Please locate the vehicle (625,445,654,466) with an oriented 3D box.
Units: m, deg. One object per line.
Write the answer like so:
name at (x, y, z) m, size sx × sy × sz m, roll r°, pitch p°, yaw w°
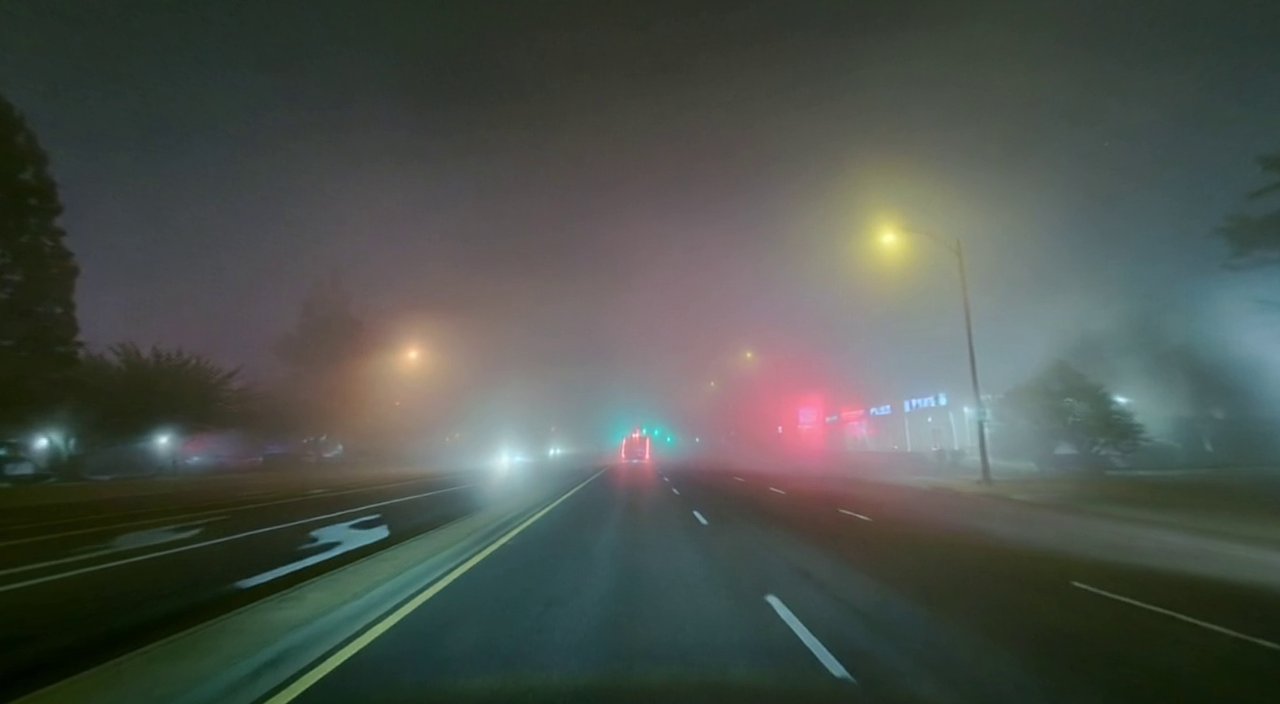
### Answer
vehicle at (-0.043, 7.552, 46.233) m, size 2.027 × 1.494 × 3.942 m, roll 0°, pitch -8°, yaw -1°
